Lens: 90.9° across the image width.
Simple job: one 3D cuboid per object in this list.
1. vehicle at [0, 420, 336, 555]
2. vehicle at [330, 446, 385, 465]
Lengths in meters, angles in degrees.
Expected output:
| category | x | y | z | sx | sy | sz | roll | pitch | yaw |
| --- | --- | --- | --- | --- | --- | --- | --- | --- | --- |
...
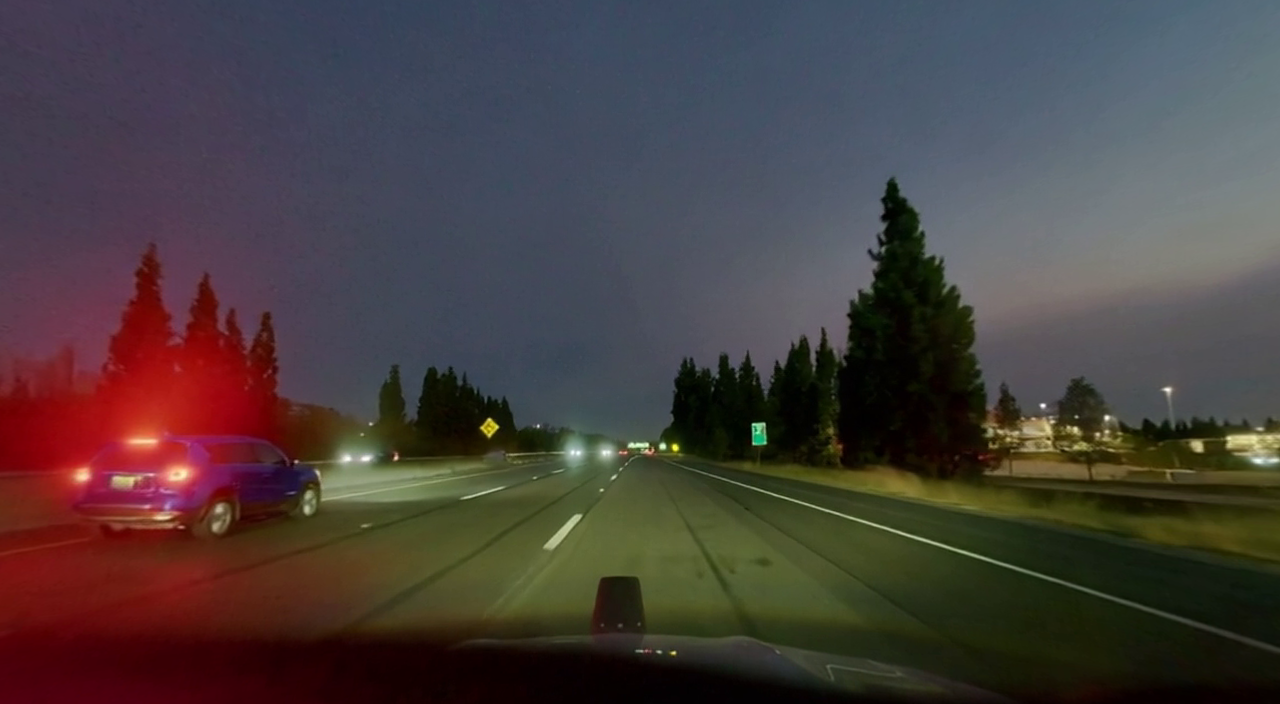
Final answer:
| category | x | y | z | sx | sy | sz | roll | pitch | yaw |
| --- | --- | --- | --- | --- | --- | --- | --- | --- | --- |
| vehicle | -7.323 | 2.083 | 10.485 | 2.148 | 1.709 | 4.678 | 0 | -8 | 1 |
| vehicle | -20.857 | 7.651 | 46.790 | 1.906 | 1.339 | 4.595 | 0 | -8 | 1 |
